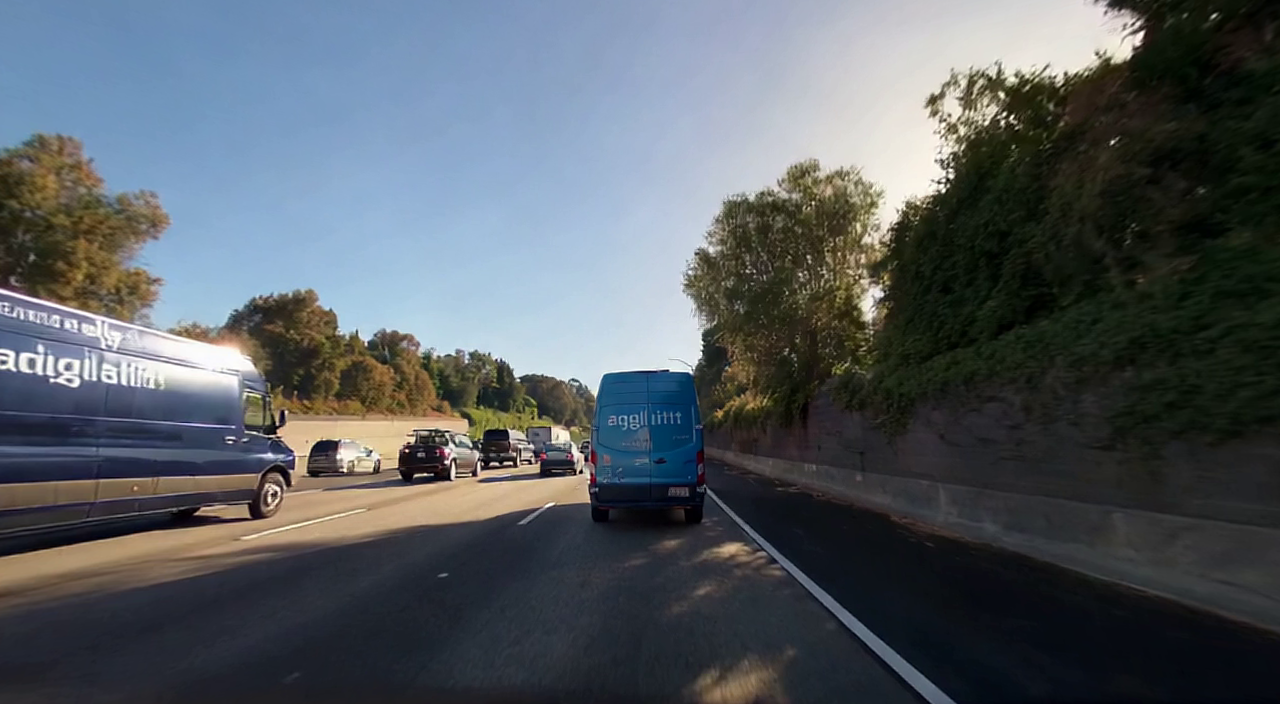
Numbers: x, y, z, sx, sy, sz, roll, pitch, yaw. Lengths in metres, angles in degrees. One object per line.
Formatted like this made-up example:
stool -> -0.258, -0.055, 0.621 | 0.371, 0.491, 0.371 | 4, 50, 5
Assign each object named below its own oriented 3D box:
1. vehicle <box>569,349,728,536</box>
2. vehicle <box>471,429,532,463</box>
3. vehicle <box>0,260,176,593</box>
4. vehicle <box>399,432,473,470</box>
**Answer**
vehicle -> 0.179, 1.787, 12.518 | 2.316, 2.738, 6.398 | 0, -8, 1
vehicle -> -9.454, 6.533, 43.767 | 2.566, 2.158, 5.957 | -1, -8, 3
vehicle -> -7.407, 0.475, 4.368 | 2.717, 3.113, 7.354 | 0, -8, 0
vehicle -> -10.498, 5.136, 32.894 | 2.061, 1.846, 4.852 | -1, -8, 2
